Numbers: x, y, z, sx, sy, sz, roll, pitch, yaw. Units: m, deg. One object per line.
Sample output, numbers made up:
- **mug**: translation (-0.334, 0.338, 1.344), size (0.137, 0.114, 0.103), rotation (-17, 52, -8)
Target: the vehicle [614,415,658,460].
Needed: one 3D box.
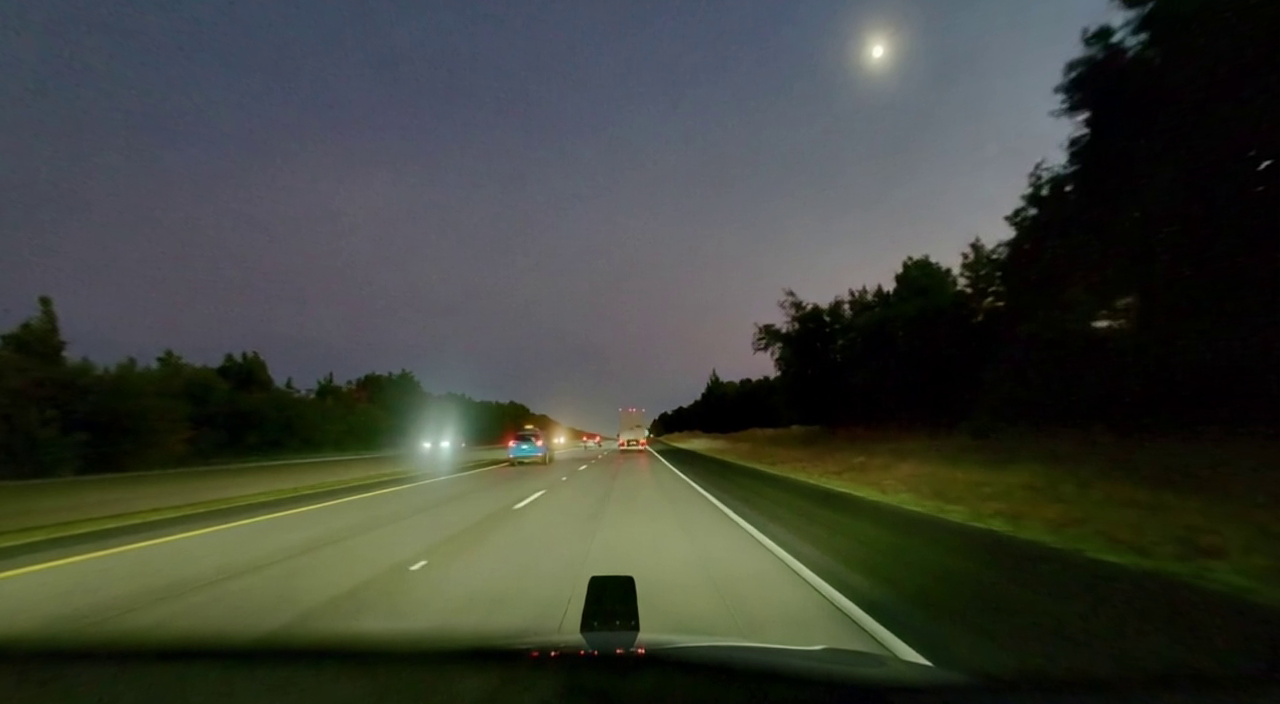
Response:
- **vehicle**: translation (-0.273, 5.180, 38.327), size (2.526, 2.531, 5.026), rotation (0, -8, -1)

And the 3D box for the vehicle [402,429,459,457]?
- **vehicle**: translation (-13.538, 5.899, 40.996), size (2.137, 1.726, 4.503), rotation (0, -8, 0)

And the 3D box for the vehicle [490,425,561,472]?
- **vehicle**: translation (-4.452, 3.819, 25.163), size (2.049, 1.726, 4.291), rotation (0, -8, 0)
